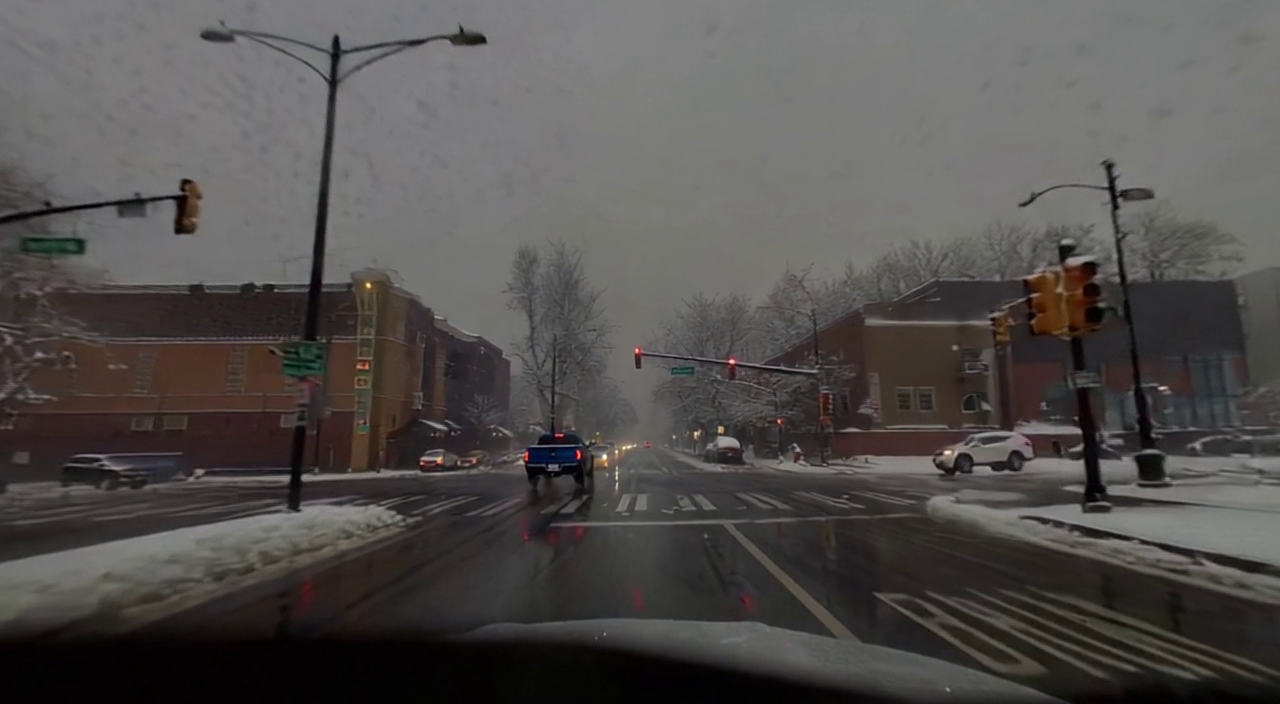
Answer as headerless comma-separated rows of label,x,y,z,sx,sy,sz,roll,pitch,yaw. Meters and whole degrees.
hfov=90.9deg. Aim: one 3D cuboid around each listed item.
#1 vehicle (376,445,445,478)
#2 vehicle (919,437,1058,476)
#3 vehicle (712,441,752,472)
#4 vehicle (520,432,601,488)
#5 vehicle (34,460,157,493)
vehicle,-16.110,7.674,44.659,2.339,1.962,6.260,-3,-8,2
vehicle,13.980,4.198,25.497,4.447,1.484,1.928,-1,-9,2
vehicle,5.966,6.839,41.442,2.001,1.861,4.536,0,-9,1
vehicle,-2.728,3.900,23.045,2.197,1.786,5.365,0,-9,1
vehicle,-24.469,5.598,28.424,3.897,1.388,1.671,0,-9,-1
